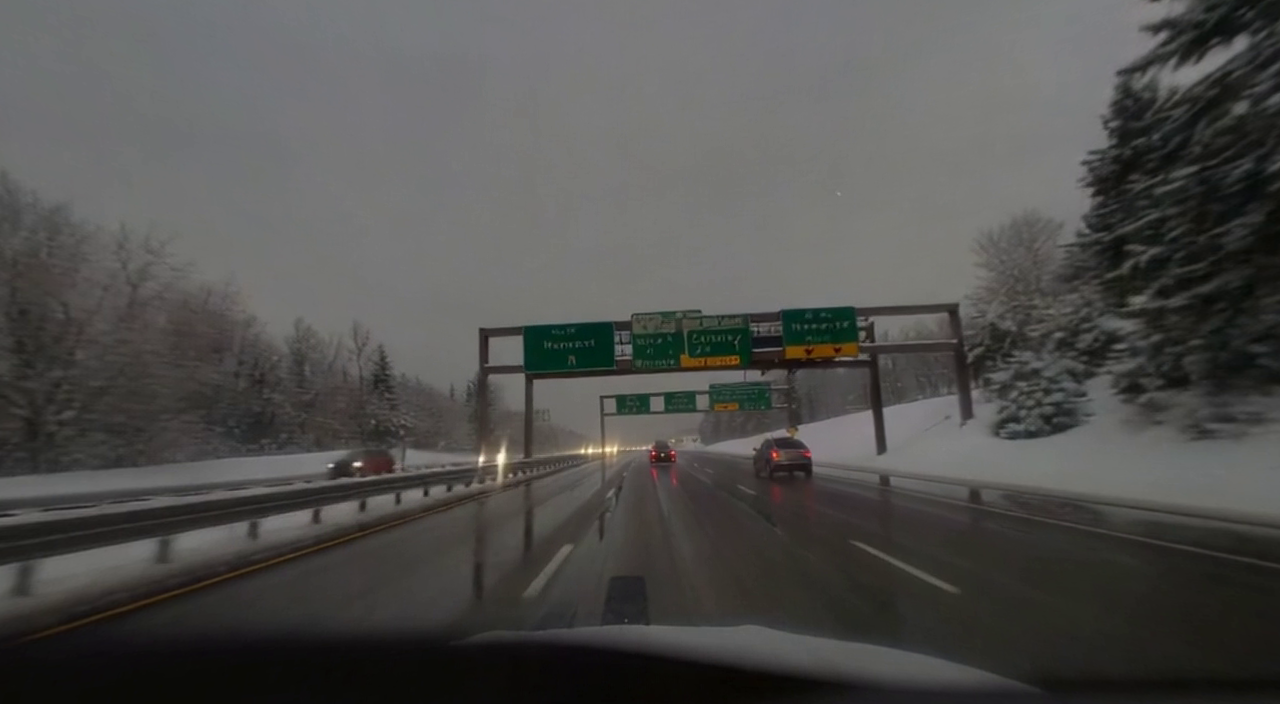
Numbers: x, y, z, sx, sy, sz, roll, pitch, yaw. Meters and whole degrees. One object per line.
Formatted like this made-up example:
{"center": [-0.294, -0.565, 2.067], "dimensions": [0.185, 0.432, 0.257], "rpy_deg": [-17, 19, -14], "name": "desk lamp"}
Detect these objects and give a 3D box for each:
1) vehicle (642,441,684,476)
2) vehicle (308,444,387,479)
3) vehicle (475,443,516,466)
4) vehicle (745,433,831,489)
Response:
{"center": [0.971, 4.553, 27.183], "dimensions": [1.683, 1.400, 3.868], "rpy_deg": [0, -8, 1], "name": "vehicle"}
{"center": [-14.879, 5.581, 32.263], "dimensions": [1.894, 1.632, 4.208], "rpy_deg": [-1, -8, 2], "name": "vehicle"}
{"center": [-10.504, 7.478, 46.068], "dimensions": [1.904, 1.548, 4.097], "rpy_deg": [0, -8, 2], "name": "vehicle"}
{"center": [4.575, 3.412, 20.081], "dimensions": [1.770, 1.566, 4.282], "rpy_deg": [0, -8, 1], "name": "vehicle"}
